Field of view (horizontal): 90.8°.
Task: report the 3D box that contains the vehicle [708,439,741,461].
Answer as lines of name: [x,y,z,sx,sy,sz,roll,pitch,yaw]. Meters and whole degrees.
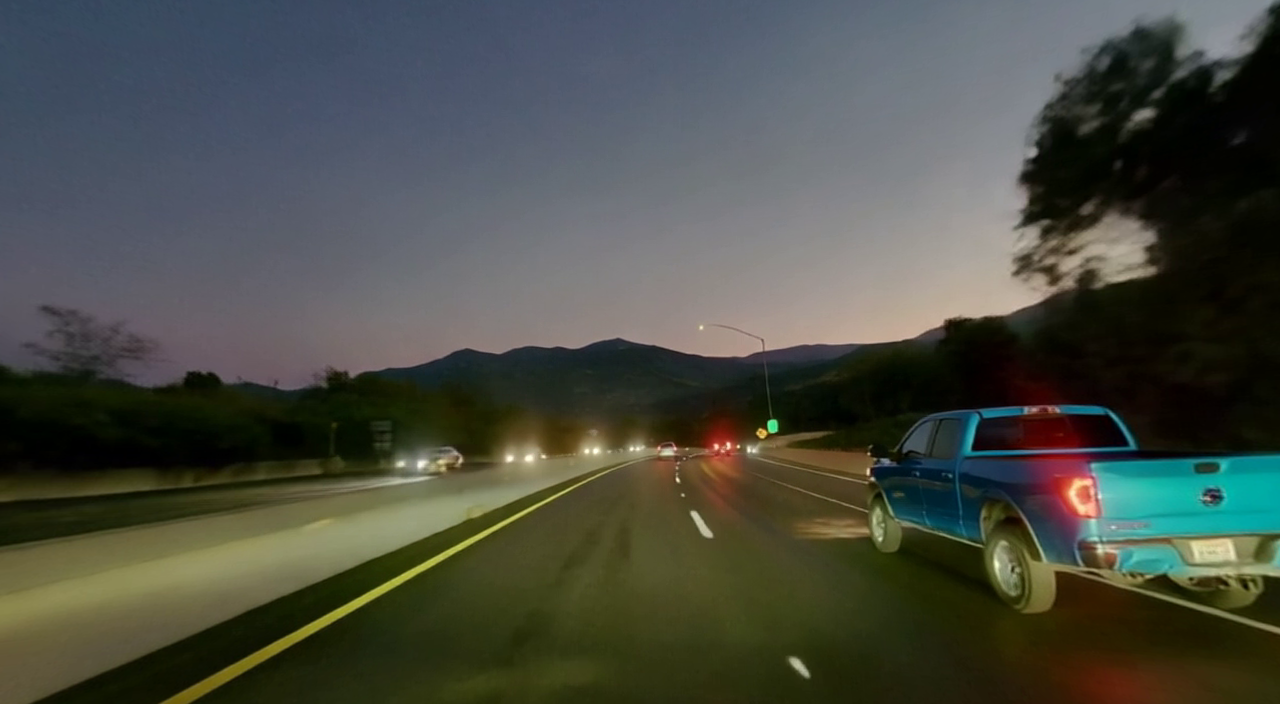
vehicle: [6.601,7.717,49.725,2.249,1.635,4.118,-1,-9,4]

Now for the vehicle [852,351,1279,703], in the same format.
vehicle: [3.674,1.208,5.211,2.151,1.744,4.709,0,-9,-1]

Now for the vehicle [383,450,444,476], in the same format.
vehicle: [-13.824,6.808,38.899,1.849,1.453,4.470,-1,-9,4]

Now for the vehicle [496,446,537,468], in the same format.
vehicle: [-9.520,8.146,49.099,1.954,1.605,4.462,-1,-9,4]
